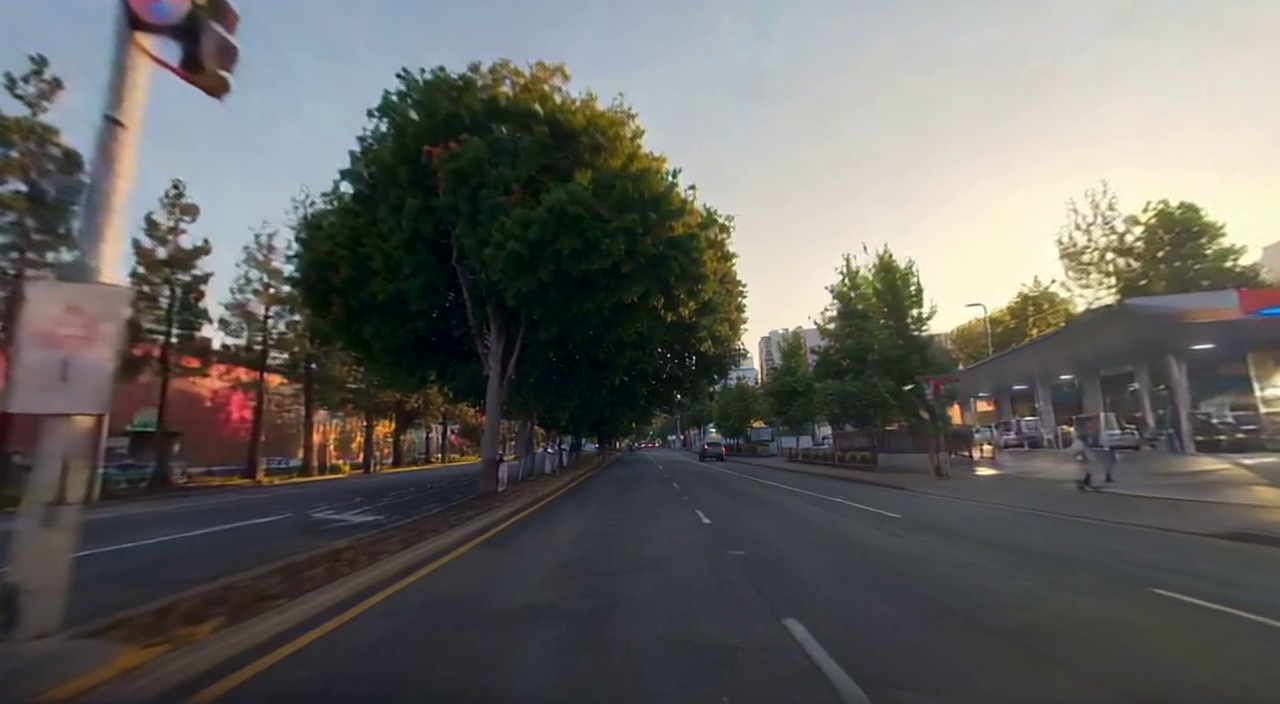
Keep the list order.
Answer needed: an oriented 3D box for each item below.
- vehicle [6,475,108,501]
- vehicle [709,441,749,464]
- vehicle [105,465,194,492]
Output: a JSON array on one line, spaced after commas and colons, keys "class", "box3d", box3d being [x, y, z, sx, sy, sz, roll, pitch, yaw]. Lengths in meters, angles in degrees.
[{"class": "vehicle", "box3d": [-36.290, 8.451, 39.365, 4.646, 1.463, 1.995, -1, -8, 7]}, {"class": "vehicle", "box3d": [6.248, 7.132, 44.871, 1.990, 1.508, 4.426, 0, -8, -2]}, {"class": "vehicle", "box3d": [-34.660, 8.921, 44.689, 4.935, 1.755, 1.918, -1, -8, 8]}]
